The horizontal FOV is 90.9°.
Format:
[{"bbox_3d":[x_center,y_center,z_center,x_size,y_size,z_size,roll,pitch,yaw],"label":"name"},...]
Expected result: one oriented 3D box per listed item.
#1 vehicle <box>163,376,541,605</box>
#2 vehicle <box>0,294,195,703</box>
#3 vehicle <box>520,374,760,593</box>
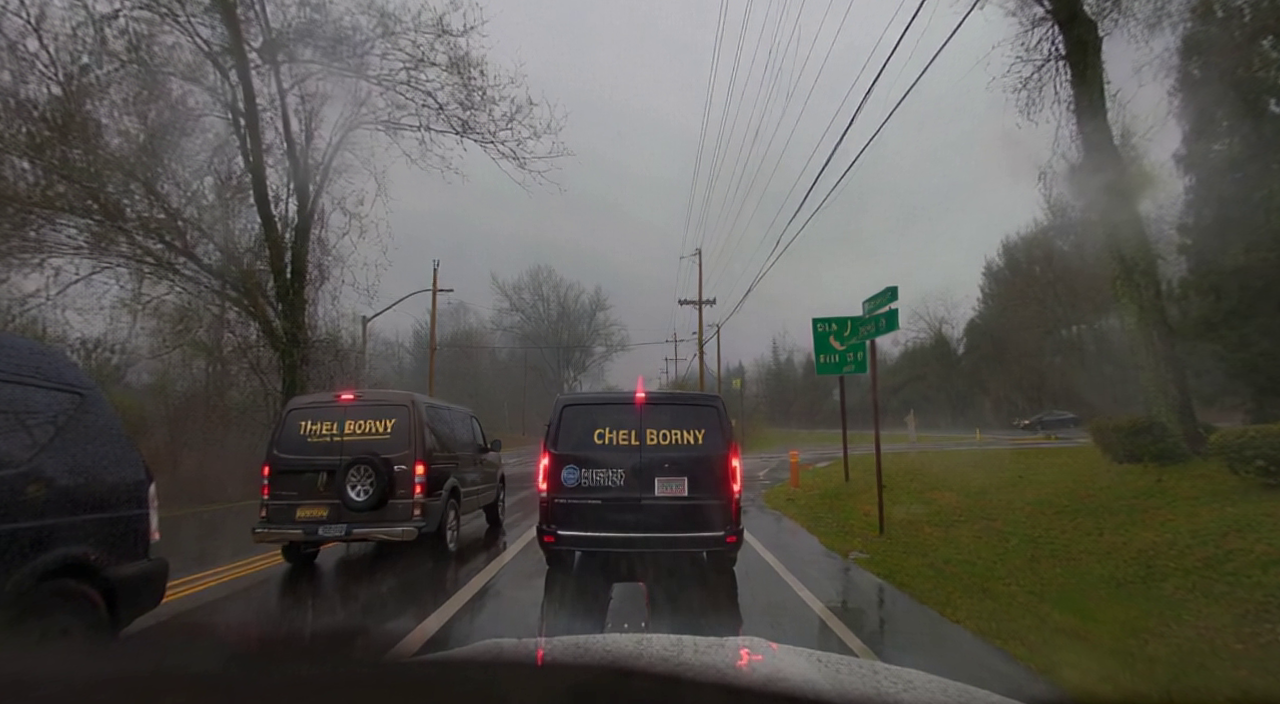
[{"bbox_3d":[-2.755,1.481,7.618,2.109,1.851,4.749,-1,-8,3],"label":"vehicle"},{"bbox_3d":[-3.125,0.473,0.237,2.160,1.796,4.997,0,-8,1],"label":"vehicle"},{"bbox_3d":[0.107,1.461,7.690,2.117,1.911,4.095,-1,-8,3],"label":"vehicle"}]
